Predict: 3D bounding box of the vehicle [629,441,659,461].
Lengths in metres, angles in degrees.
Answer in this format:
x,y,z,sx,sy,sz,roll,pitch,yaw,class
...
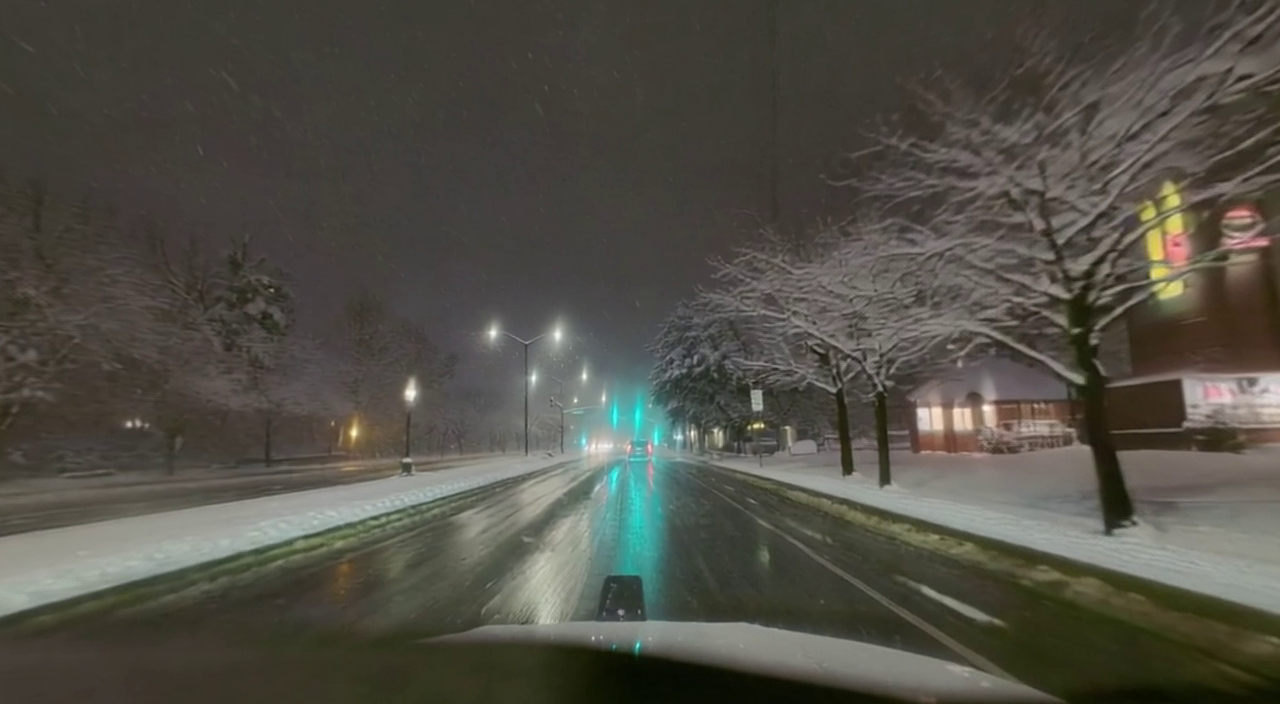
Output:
x,y,z,sx,sy,sz,roll,pitch,yaw,class
0.246,7.414,47.443,2.115,1.461,3.976,0,-8,-1,vehicle
